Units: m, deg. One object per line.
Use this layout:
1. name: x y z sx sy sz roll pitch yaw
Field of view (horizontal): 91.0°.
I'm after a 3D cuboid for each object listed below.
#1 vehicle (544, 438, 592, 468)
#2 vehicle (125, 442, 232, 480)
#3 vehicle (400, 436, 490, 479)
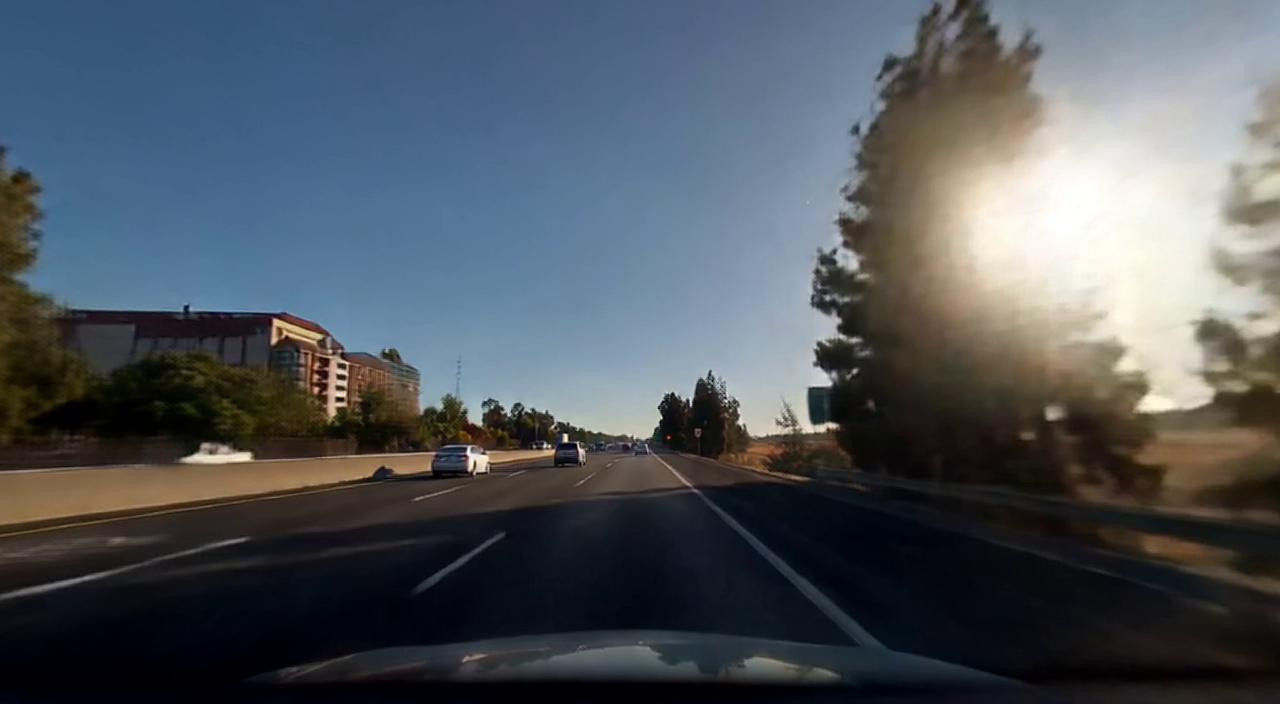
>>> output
1. vehicle: -4.012 5.725 35.871 2.083 1.588 4.801 0 -8 1
2. vehicle: -22.906 5.422 31.517 1.942 1.734 4.387 0 -9 1
3. vehicle: -7.566 4.126 24.976 2.034 1.523 4.627 0 -9 1
